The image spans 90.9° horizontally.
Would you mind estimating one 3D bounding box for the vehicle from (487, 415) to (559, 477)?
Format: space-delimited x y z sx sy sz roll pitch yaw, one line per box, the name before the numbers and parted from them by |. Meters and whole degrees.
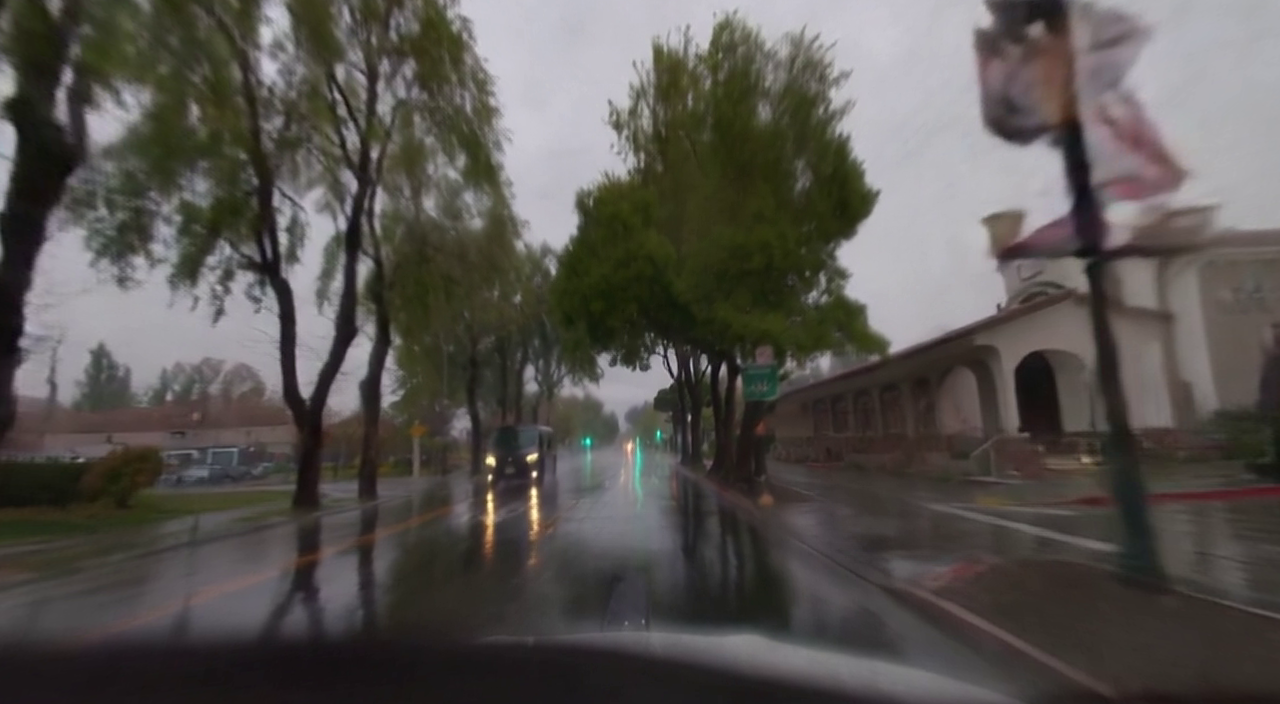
vehicle | -5.654 4.688 31.420 2.303 2.760 5.868 -1 -8 2
